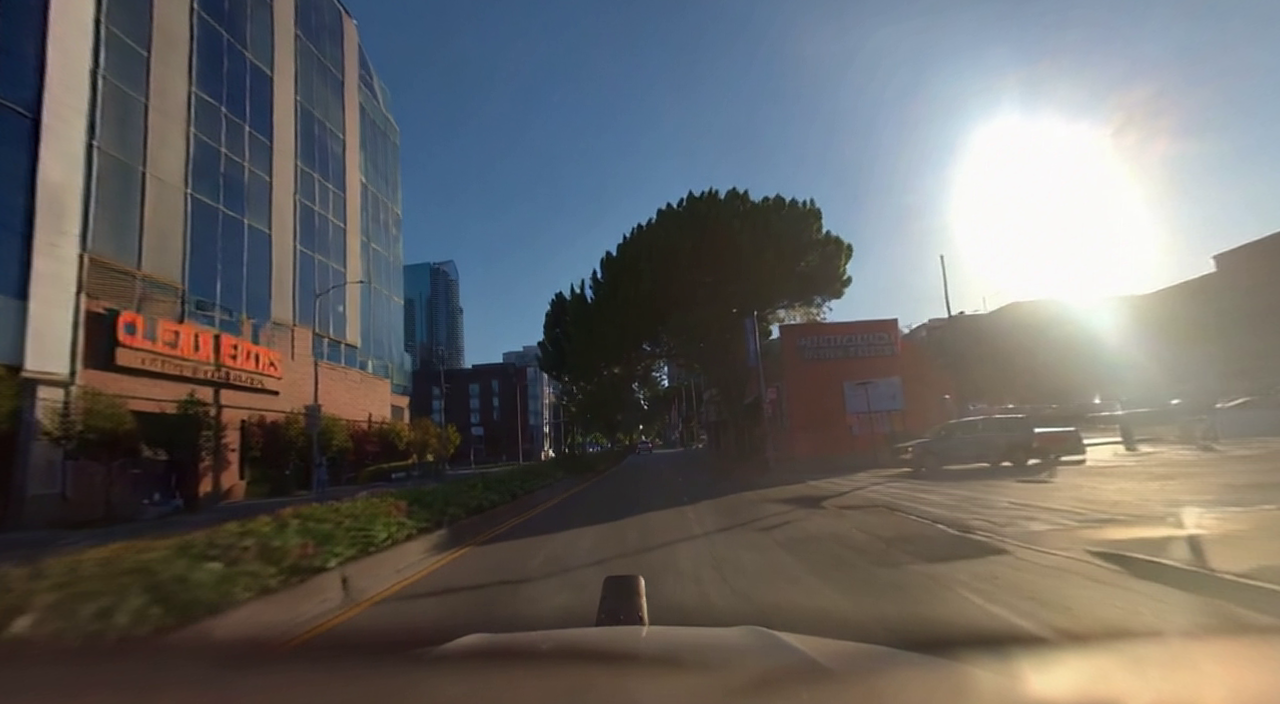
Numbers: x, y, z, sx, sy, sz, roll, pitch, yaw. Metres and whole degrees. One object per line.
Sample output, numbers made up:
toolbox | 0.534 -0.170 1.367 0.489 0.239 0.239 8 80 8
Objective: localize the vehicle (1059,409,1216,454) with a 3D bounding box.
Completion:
vehicle | 17.876 2.950 23.059 1.858 1.480 4.658 0 -8 -2

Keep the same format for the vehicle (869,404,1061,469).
vehicle | 9.737 2.626 19.403 4.694 1.826 2.226 -2 -8 11
